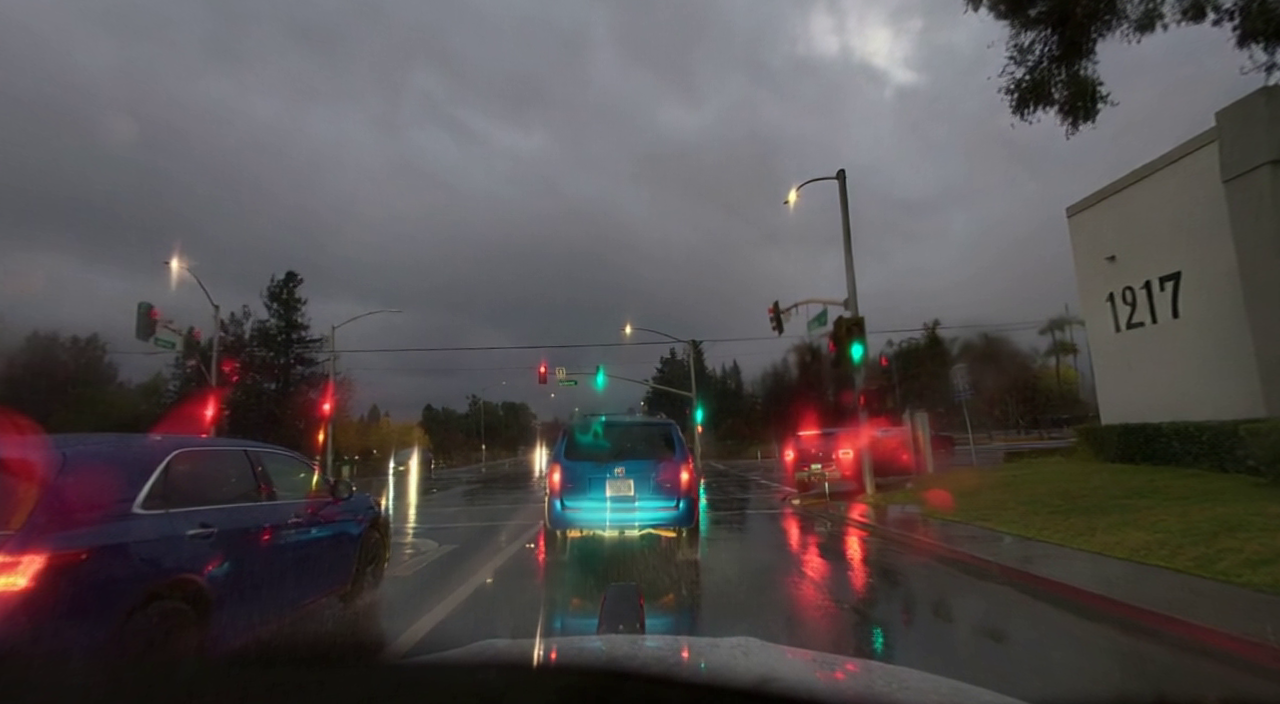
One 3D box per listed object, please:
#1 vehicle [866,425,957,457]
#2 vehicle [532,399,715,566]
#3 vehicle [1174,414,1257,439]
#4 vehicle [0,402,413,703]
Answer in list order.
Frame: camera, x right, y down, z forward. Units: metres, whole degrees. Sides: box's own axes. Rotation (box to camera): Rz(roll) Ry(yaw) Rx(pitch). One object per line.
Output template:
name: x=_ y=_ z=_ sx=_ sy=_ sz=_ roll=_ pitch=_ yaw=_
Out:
vehicle: x=13.857 y=4.561 z=32.357 sx=3.830 sy=1.545 sz=2.006 roll=3 pitch=-9 yaw=-18
vehicle: x=-0.185 y=1.793 z=9.345 sx=2.059 sy=1.877 sz=4.249 roll=0 pitch=-8 yaw=0
vehicle: x=37.415 y=4.869 z=41.081 sx=4.509 sy=1.487 sz=1.915 roll=3 pitch=-9 yaw=-19
vehicle: x=-3.378 y=1.266 z=4.562 sx=2.011 sy=1.527 sz=4.008 roll=0 pitch=-8 yaw=-1
